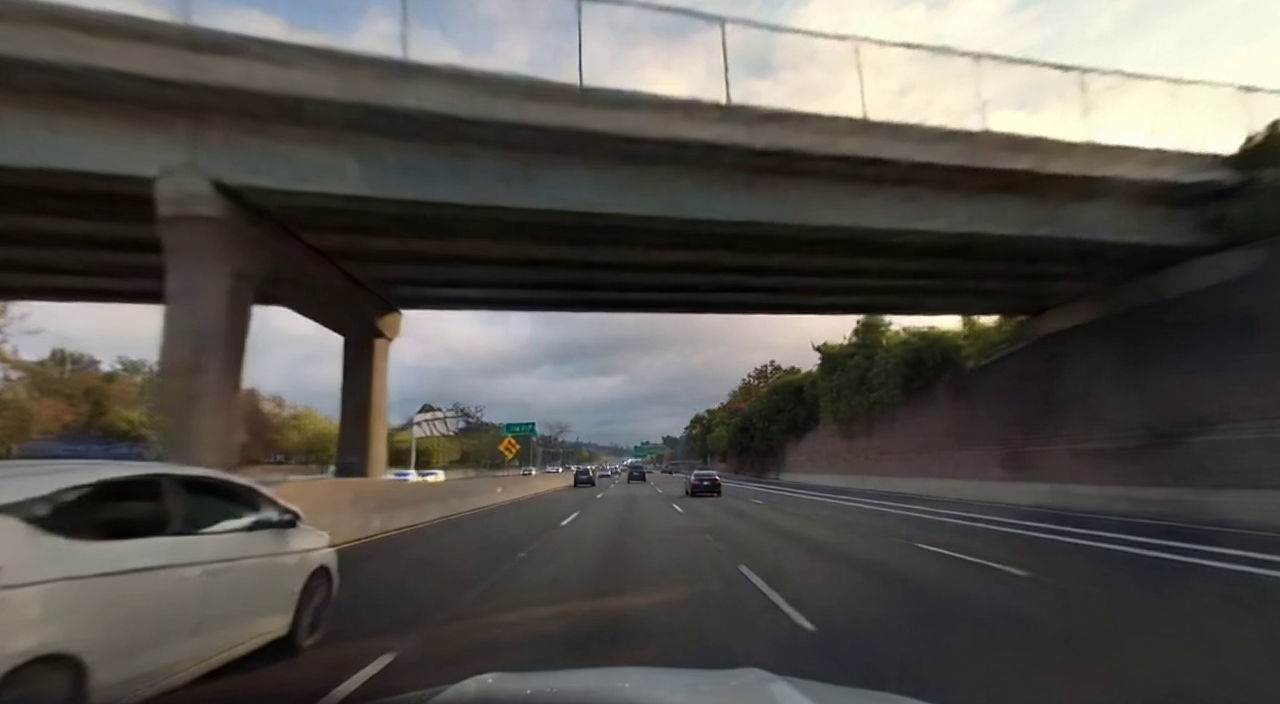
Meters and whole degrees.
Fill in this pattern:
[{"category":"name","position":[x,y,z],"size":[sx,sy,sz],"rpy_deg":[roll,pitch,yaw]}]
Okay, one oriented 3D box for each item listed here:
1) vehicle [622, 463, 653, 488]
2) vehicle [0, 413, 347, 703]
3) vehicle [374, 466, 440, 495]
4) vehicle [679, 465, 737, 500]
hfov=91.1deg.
[{"category":"vehicle","position":[-0.242,9.054,46.159],"size":[2.181,1.698,4.056],"rpy_deg":[1,-10,-1]},{"category":"vehicle","position":[-3.178,1.008,2.331],"size":[2.099,1.516,4.308],"rpy_deg":[1,-10,0]},{"category":"vehicle","position":[-13.526,7.478,36.799],"size":[2.043,1.581,4.771],"rpy_deg":[0,-10,0]},{"category":"vehicle","position":[3.112,6.139,29.782],"size":[2.092,1.518,4.348],"rpy_deg":[1,-10,-2]}]
